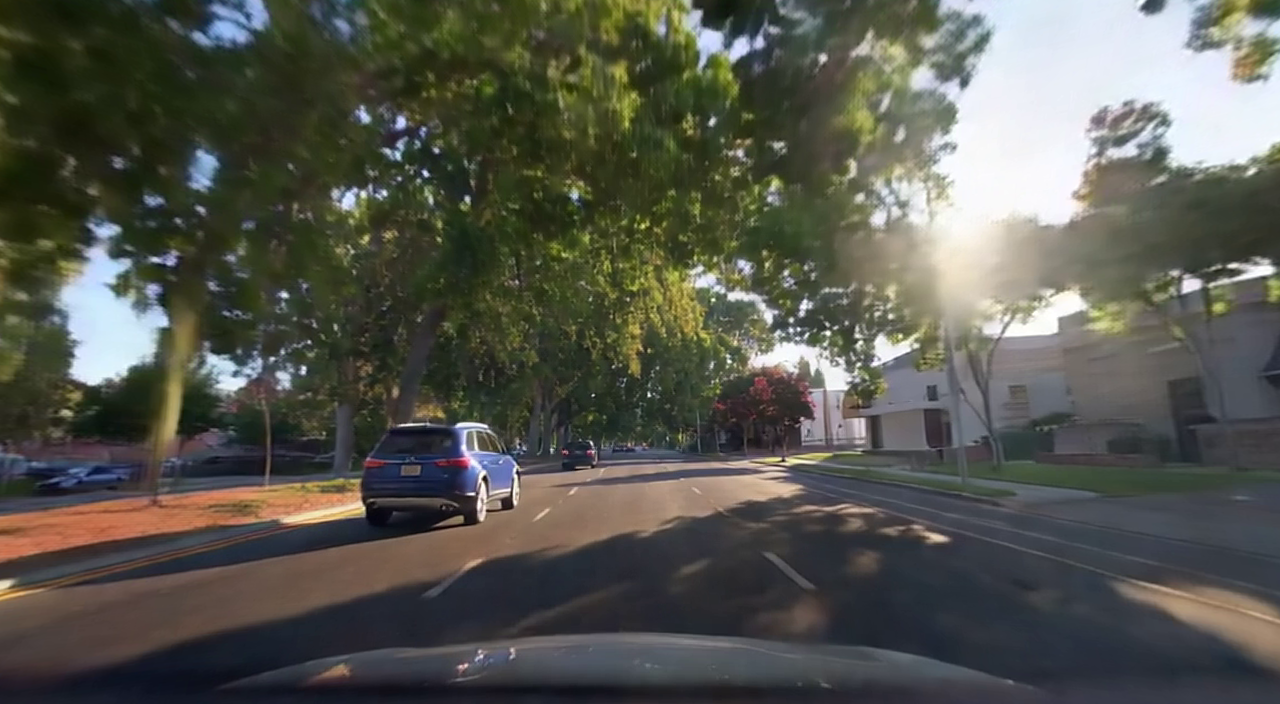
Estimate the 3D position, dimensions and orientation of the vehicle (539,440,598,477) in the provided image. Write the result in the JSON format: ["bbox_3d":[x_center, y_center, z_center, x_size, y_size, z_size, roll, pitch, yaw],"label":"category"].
[{"bbox_3d":[-3.077,4.647,27.969,2.069,1.470,4.601,0,-8,0],"label":"vehicle"}]

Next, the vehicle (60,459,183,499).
[{"bbox_3d":[-22.768,5.569,28.011,1.741,1.505,4.346,0,-8,0],"label":"vehicle"}]

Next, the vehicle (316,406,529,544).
[{"bbox_3d":[-3.267,1.944,10.629,2.042,1.817,4.364,0,-8,0],"label":"vehicle"}]
